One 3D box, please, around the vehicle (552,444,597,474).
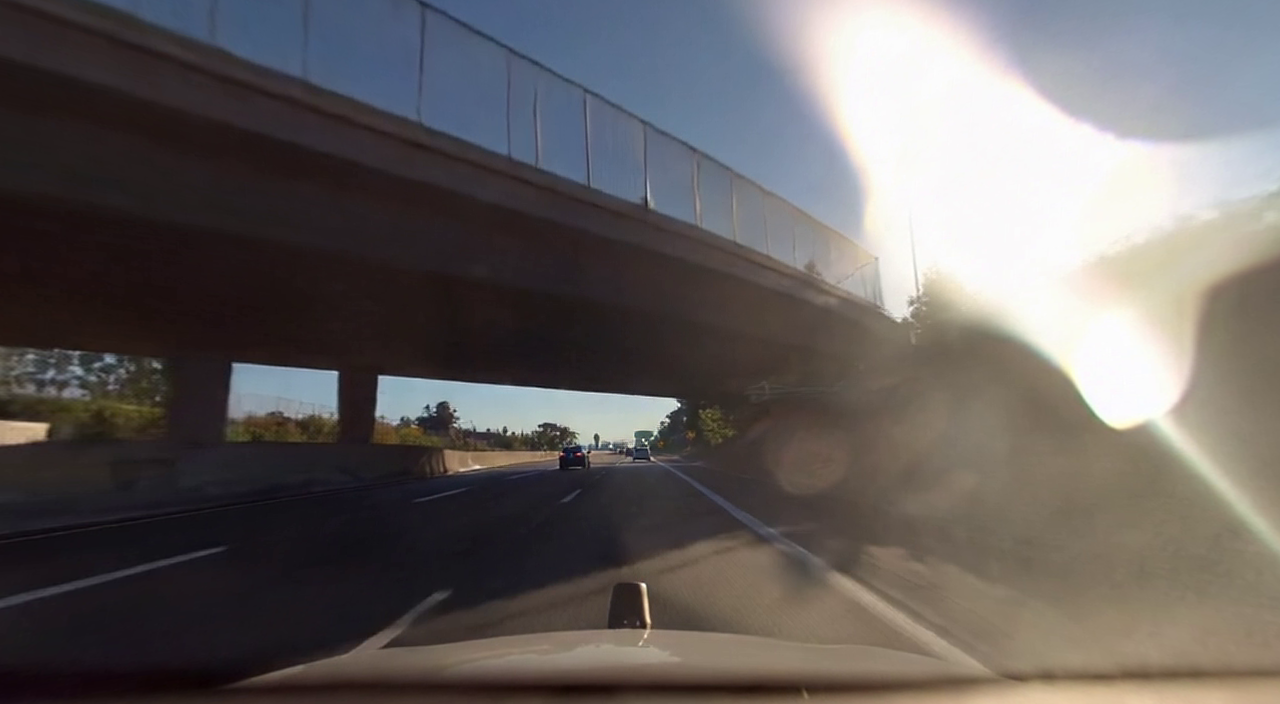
[{"bbox_3d":[-4.188,6.938,41.150,2.272,1.759,5.058,0,-9,1],"label":"vehicle"}]
